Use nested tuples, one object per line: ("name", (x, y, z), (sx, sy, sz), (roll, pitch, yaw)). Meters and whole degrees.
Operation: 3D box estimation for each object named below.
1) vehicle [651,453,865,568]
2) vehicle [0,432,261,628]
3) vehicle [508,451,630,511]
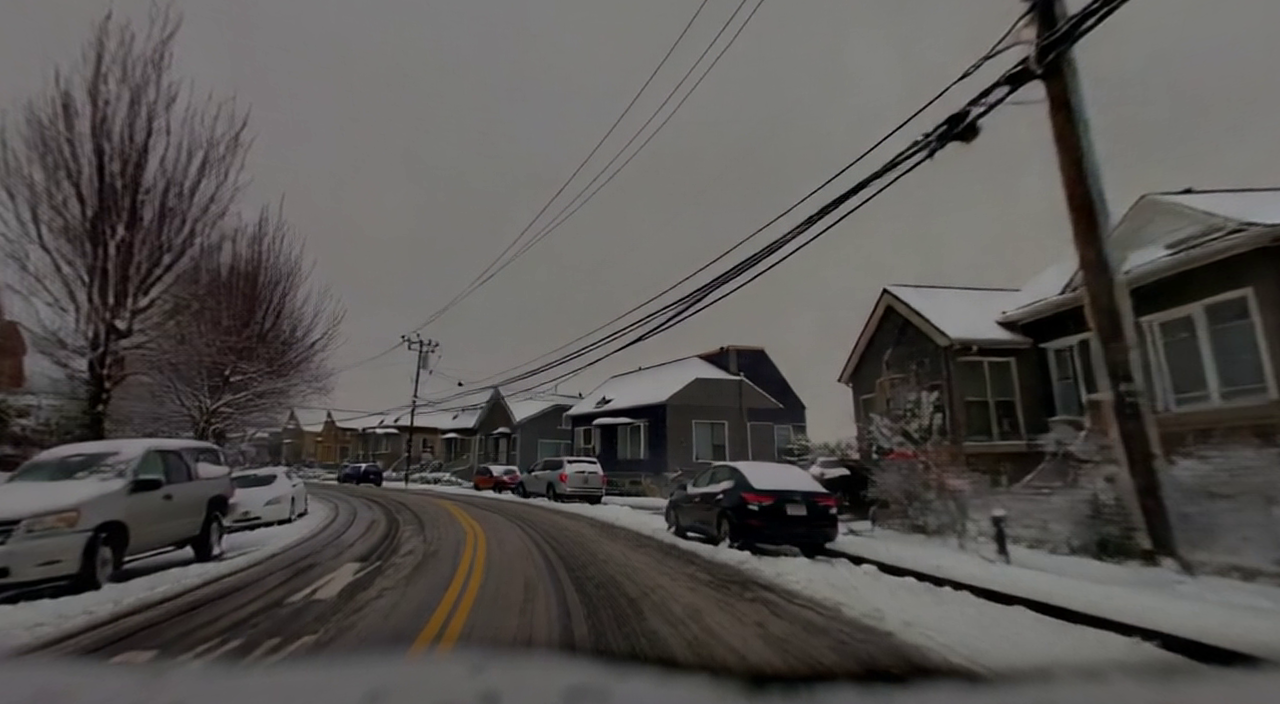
("vehicle", (1.781, 2.623, 11.227), (1.923, 1.531, 4.568), (5, -10, -14))
("vehicle", (-7.507, 2.211, 8.559), (2.378, 1.840, 5.389), (-2, -10, -12))
("vehicle", (-2.834, 4.765, 23.753), (2.449, 1.869, 5.504), (9, -12, -28))
